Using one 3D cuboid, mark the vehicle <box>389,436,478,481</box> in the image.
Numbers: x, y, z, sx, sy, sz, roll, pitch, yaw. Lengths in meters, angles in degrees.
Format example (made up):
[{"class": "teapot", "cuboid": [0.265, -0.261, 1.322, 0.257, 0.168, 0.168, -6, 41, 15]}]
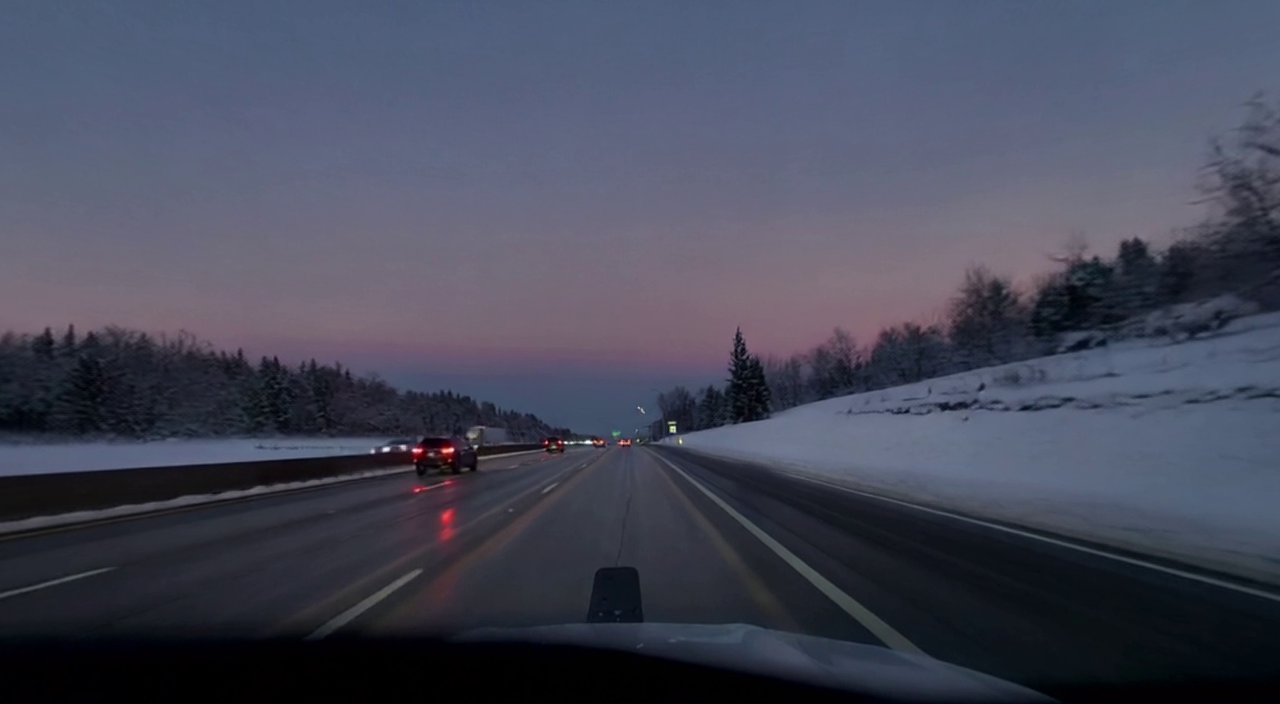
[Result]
[{"class": "vehicle", "cuboid": [-7.658, 3.950, 23.770, 1.972, 1.532, 4.222, 0, -8, 0]}]
